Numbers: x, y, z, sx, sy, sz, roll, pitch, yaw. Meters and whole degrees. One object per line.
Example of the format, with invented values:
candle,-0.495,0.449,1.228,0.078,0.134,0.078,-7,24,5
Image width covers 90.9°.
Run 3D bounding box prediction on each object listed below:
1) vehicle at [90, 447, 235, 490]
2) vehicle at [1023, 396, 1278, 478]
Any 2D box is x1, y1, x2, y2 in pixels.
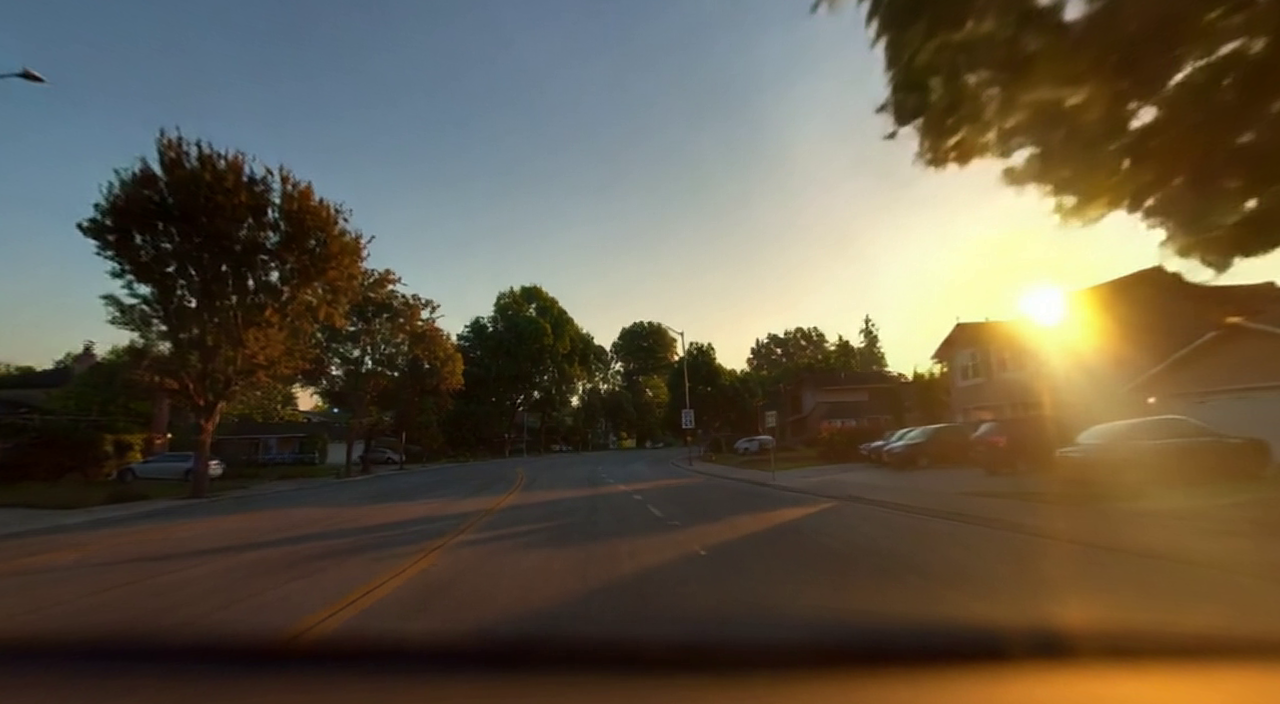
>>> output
vehicle,-22.664,5.530,30.160,4.879,1.854,2.265,1,-9,-11
vehicle,13.638,2.364,17.235,4.693,1.764,2.265,-5,-10,10
